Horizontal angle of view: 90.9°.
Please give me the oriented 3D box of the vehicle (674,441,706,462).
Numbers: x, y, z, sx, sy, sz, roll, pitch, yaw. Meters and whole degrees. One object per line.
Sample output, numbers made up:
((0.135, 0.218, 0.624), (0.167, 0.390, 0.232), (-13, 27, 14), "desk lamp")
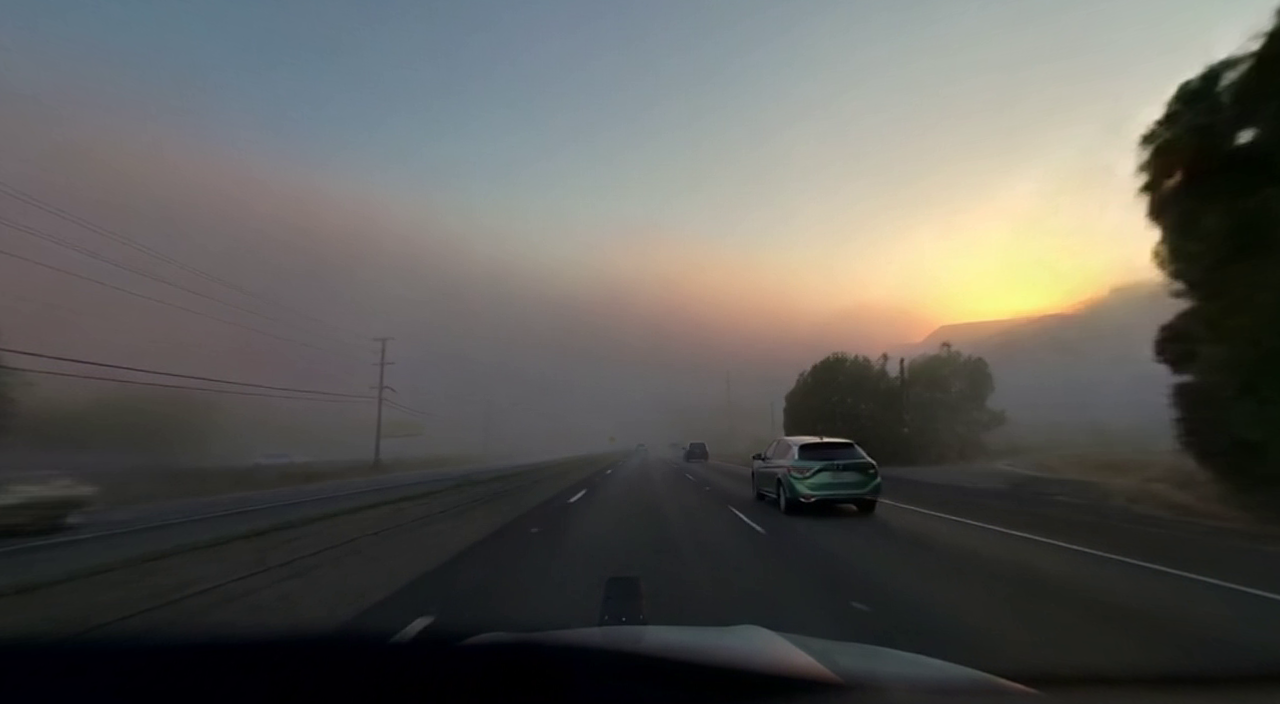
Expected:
((3.863, 7.834, 49.660), (2.148, 1.538, 4.430), (0, -8, 0), "vehicle")
